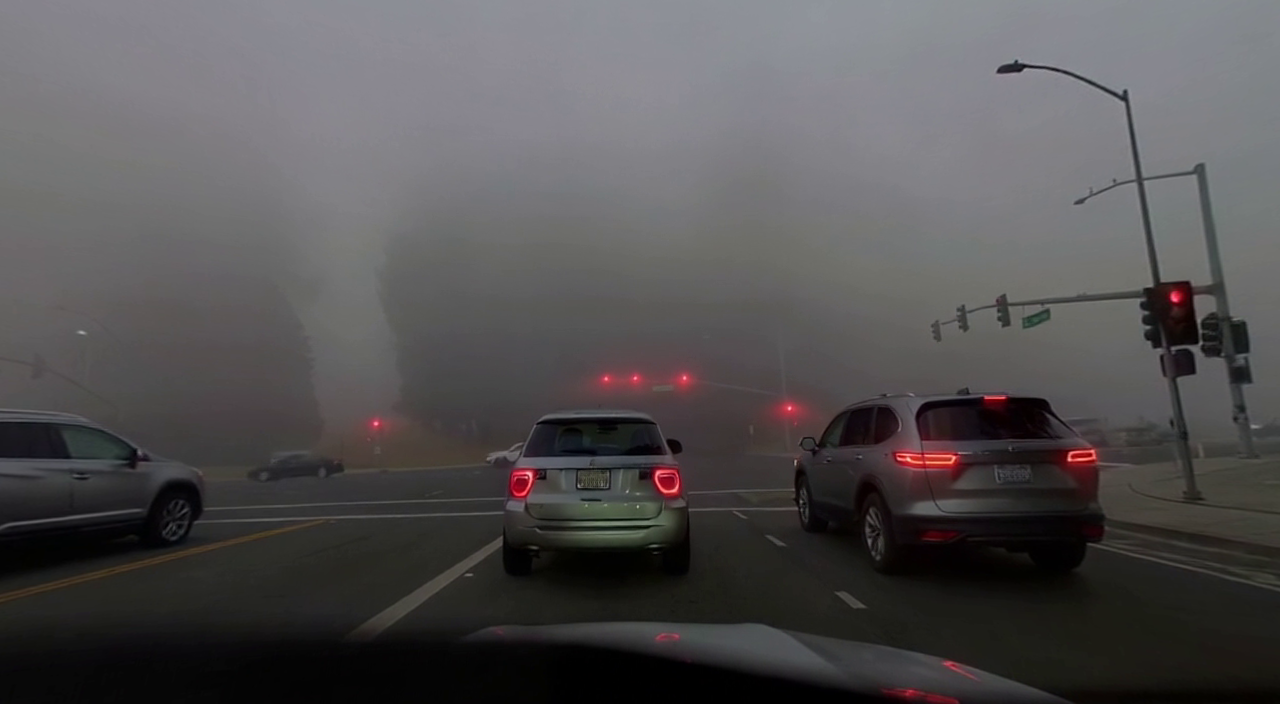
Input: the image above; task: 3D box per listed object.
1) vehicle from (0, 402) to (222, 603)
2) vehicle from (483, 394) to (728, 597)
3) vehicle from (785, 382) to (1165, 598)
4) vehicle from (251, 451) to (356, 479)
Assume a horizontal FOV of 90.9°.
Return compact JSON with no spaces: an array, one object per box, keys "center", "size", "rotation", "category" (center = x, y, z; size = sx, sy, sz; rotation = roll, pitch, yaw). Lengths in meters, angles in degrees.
[{"center":[-6.715,1.399,5.986],"size":[2.011,1.774,4.866],"rotation":[0,-8,2],"category":"vehicle"},{"center":[-0.225,1.509,7.414],"size":[2.067,1.702,3.987],"rotation":[0,-8,2],"category":"vehicle"},{"center":[3.276,1.454,7.449],"size":[2.083,1.779,4.347],"rotation":[0,-8,0],"category":"vehicle"},{"center":[-18.492,6.227,34.824],"size":[4.669,1.469,1.855],"rotation":[0,-8,-3],"category":"vehicle"}]
